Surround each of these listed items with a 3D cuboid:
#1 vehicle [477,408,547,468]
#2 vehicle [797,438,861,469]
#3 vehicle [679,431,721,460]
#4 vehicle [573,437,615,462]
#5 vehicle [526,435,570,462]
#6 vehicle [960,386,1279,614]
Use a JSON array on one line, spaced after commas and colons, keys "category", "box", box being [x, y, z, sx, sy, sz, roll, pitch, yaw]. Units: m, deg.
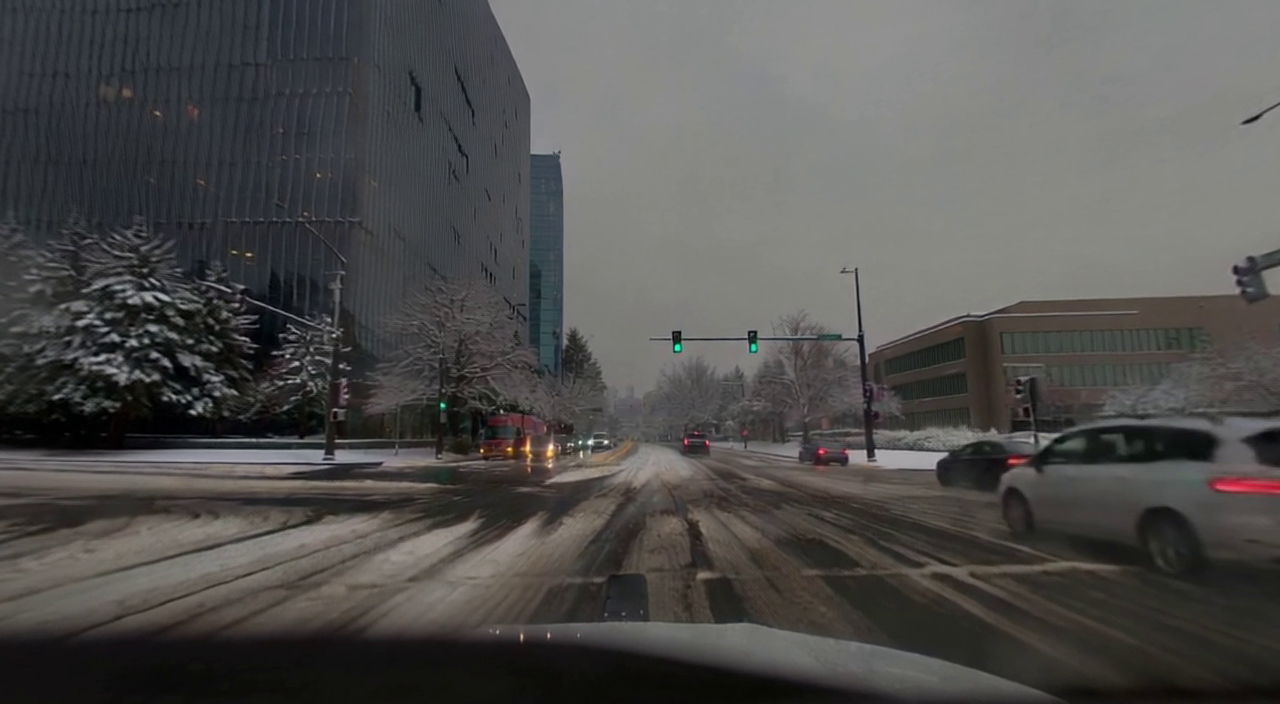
[{"category": "vehicle", "box": [-9.211, 6.159, 46.168, 3.191, 3.314, 7.914, -6, -2, 0]}, {"category": "vehicle", "box": [9.562, 5.148, 32.115, 1.860, 1.460, 4.379, 0, -9, 0]}, {"category": "vehicle", "box": [3.828, 6.081, 40.837, 2.203, 1.801, 4.331, 0, -9, -1]}, {"category": "vehicle", "box": [-2.753, 6.006, 38.737, 2.147, 1.481, 4.331, 0, -9, 2]}, {"category": "vehicle", "box": [-6.052, 6.422, 41.953, 2.182, 1.677, 4.384, 0, -9, 1]}, {"category": "vehicle", "box": [5.941, 1.473, 7.110, 2.098, 1.723, 4.881, 0, -9, 1]}]
